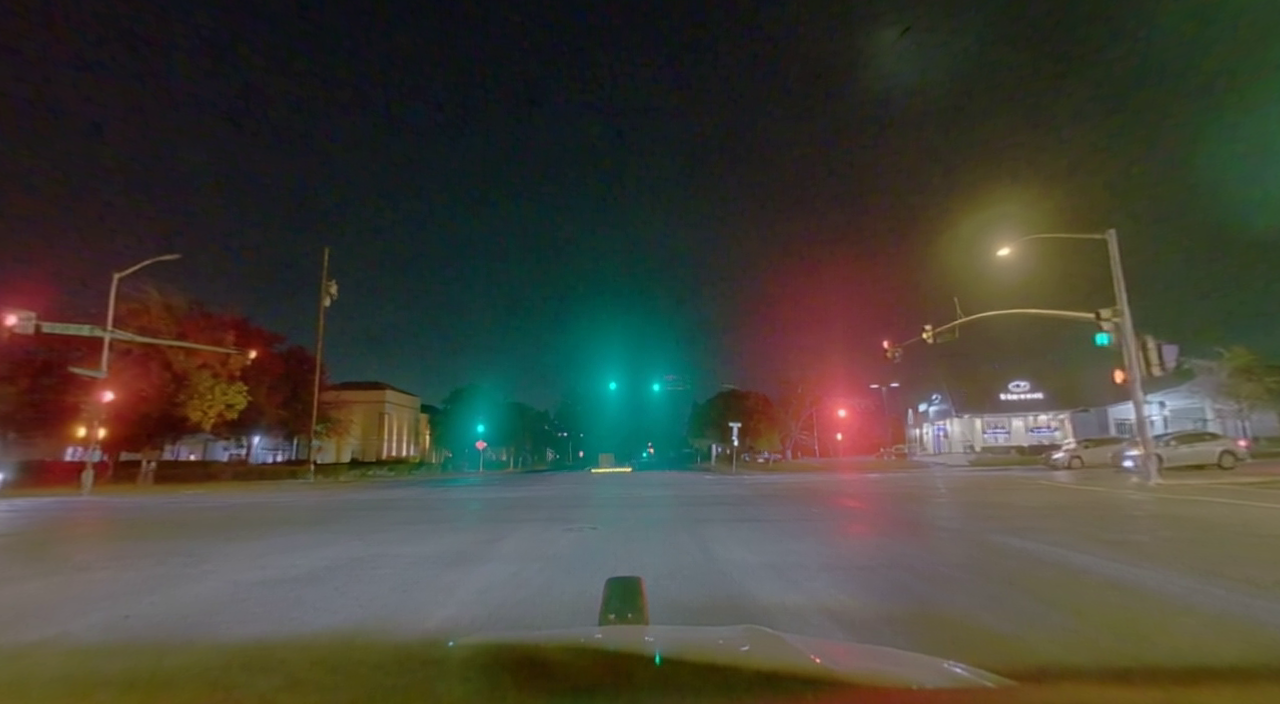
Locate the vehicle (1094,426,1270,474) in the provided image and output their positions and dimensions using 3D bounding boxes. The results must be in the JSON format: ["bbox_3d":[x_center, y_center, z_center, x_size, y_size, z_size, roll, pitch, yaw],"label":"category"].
[{"bbox_3d":[18.762,3.408,21.988,4.288,1.600,1.927,0,-8,1],"label":"vehicle"}]

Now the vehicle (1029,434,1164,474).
[{"bbox_3d":[20.397,4.559,28.335,4.483,1.691,1.949,0,-8,0],"label":"vehicle"}]
